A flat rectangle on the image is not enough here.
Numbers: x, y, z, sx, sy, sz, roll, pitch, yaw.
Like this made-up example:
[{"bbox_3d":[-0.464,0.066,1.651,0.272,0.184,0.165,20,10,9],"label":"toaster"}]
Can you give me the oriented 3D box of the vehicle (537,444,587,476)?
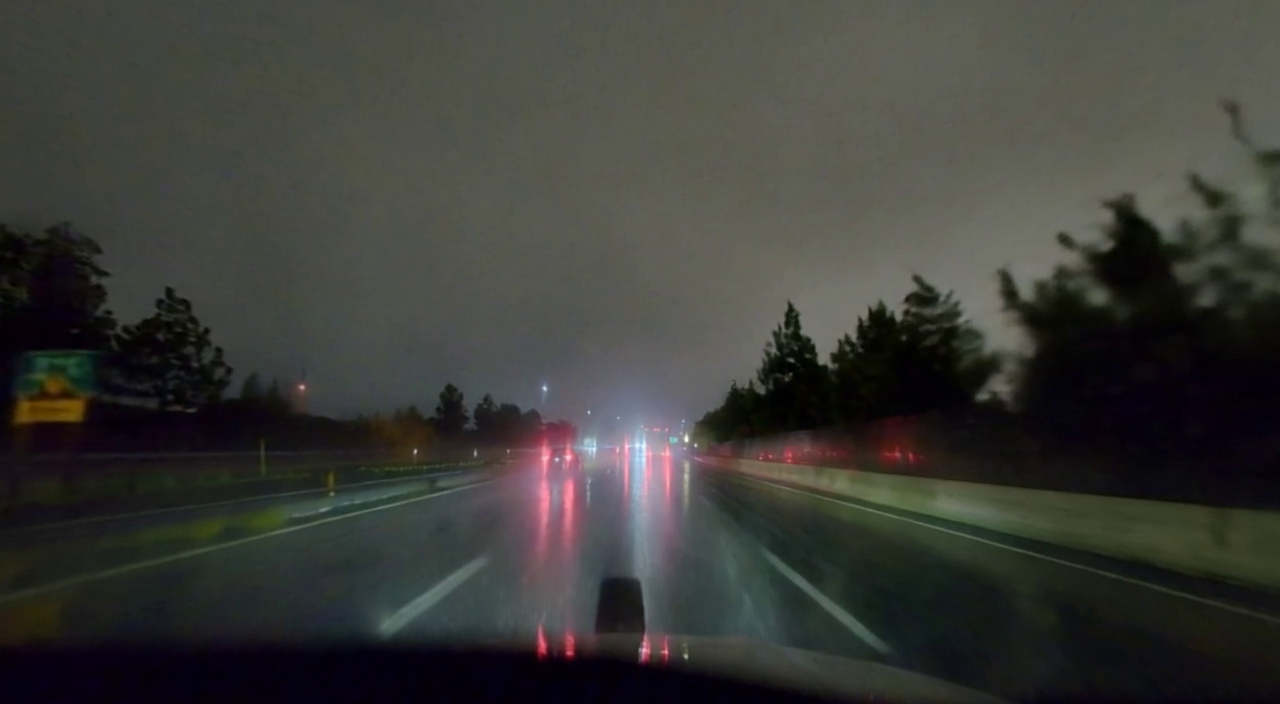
[{"bbox_3d":[-4.105,5.719,33.681,2.035,1.595,4.022,0,-9,2],"label":"vehicle"}]
